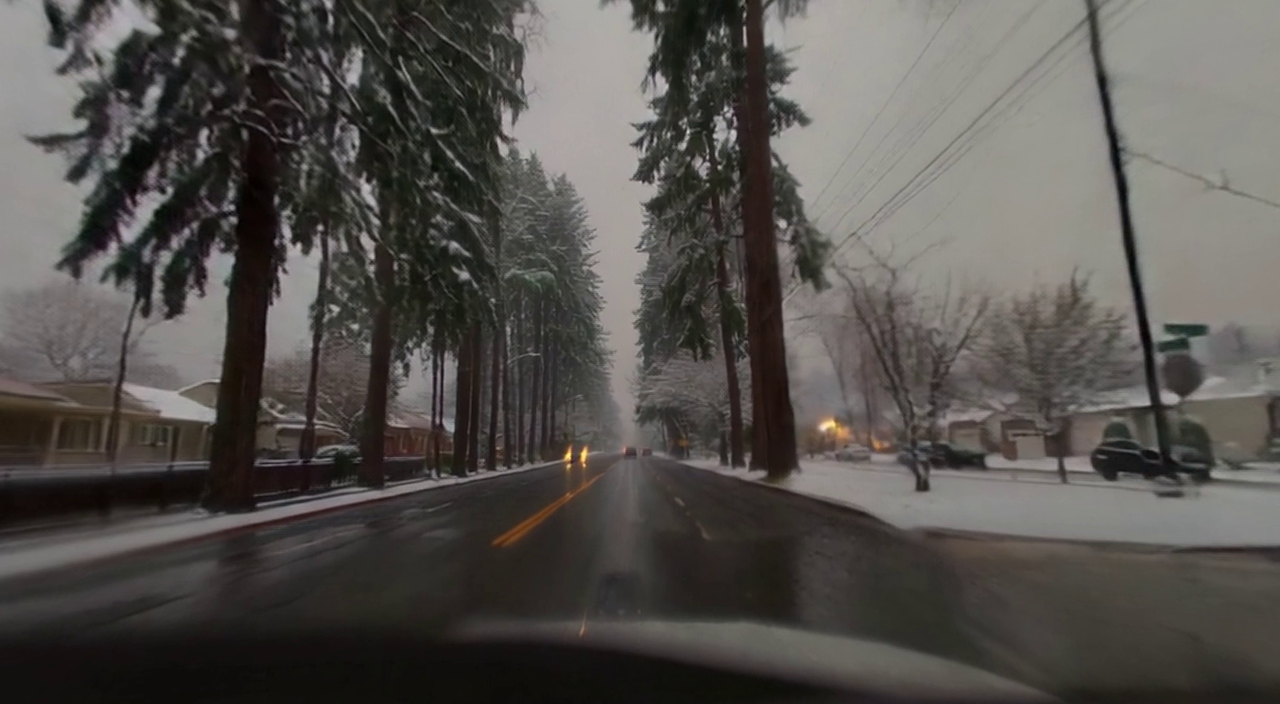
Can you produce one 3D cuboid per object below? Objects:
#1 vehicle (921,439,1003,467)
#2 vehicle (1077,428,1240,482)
[{"bbox_3d":[17.759,5.593,35.110,1.813,1.464,4.925,0,-9,-2],"label":"vehicle"},{"bbox_3d":[18.200,3.648,22.540,1.936,1.722,4.562,0,-9,1],"label":"vehicle"}]
